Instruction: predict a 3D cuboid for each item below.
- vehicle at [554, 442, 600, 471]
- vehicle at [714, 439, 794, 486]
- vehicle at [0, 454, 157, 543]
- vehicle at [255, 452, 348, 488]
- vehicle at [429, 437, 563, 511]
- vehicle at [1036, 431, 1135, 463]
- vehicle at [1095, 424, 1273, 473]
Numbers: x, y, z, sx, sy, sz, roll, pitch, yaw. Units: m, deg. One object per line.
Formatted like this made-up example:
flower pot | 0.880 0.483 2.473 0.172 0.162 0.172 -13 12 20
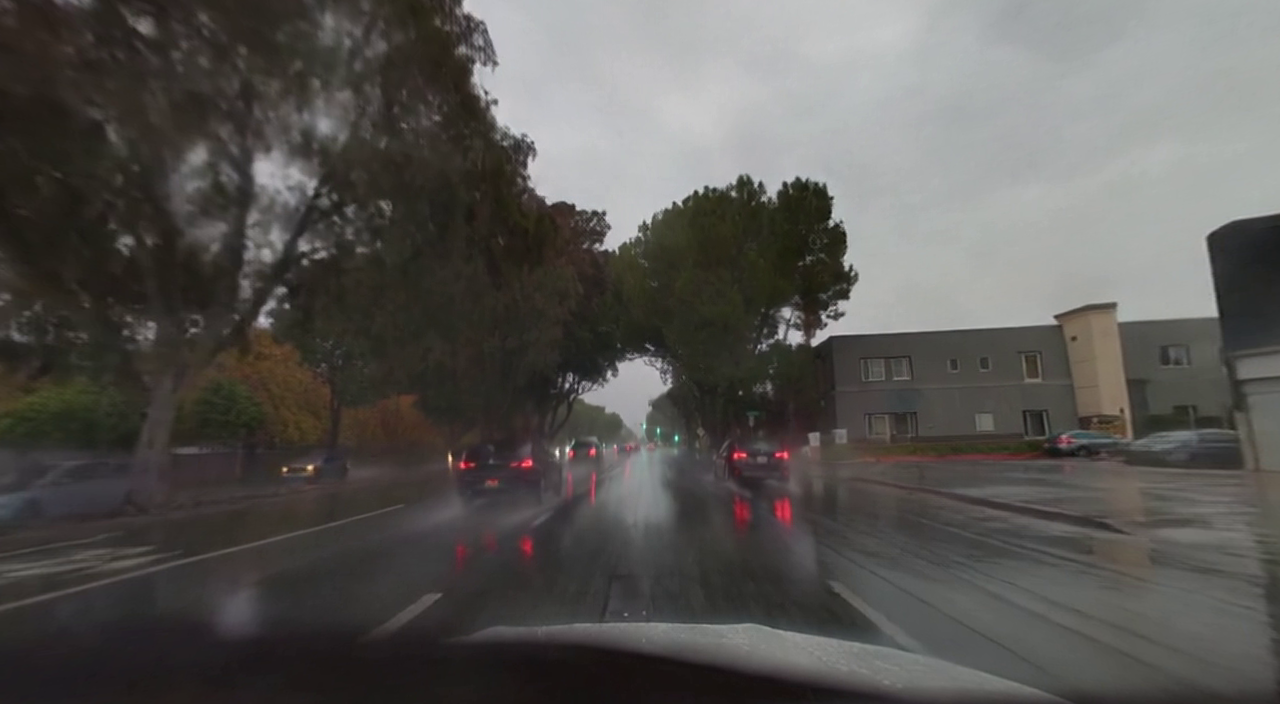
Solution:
vehicle | -3.451 5.858 35.487 1.988 1.497 4.404 0 -8 2
vehicle | 3.867 3.836 22.214 2.010 1.486 4.498 0 -8 0
vehicle | -12.457 2.879 12.760 1.868 1.522 4.326 0 -8 1
vehicle | -19.186 6.653 36.043 2.240 1.805 5.313 0 -8 2
vehicle | -3.192 2.805 15.017 2.053 1.480 4.381 0 -8 1
vehicle | 24.089 5.138 34.295 1.754 1.461 4.491 -3 -8 -6
vehicle | 18.060 3.260 21.281 1.843 1.484 4.526 0 -9 -2
